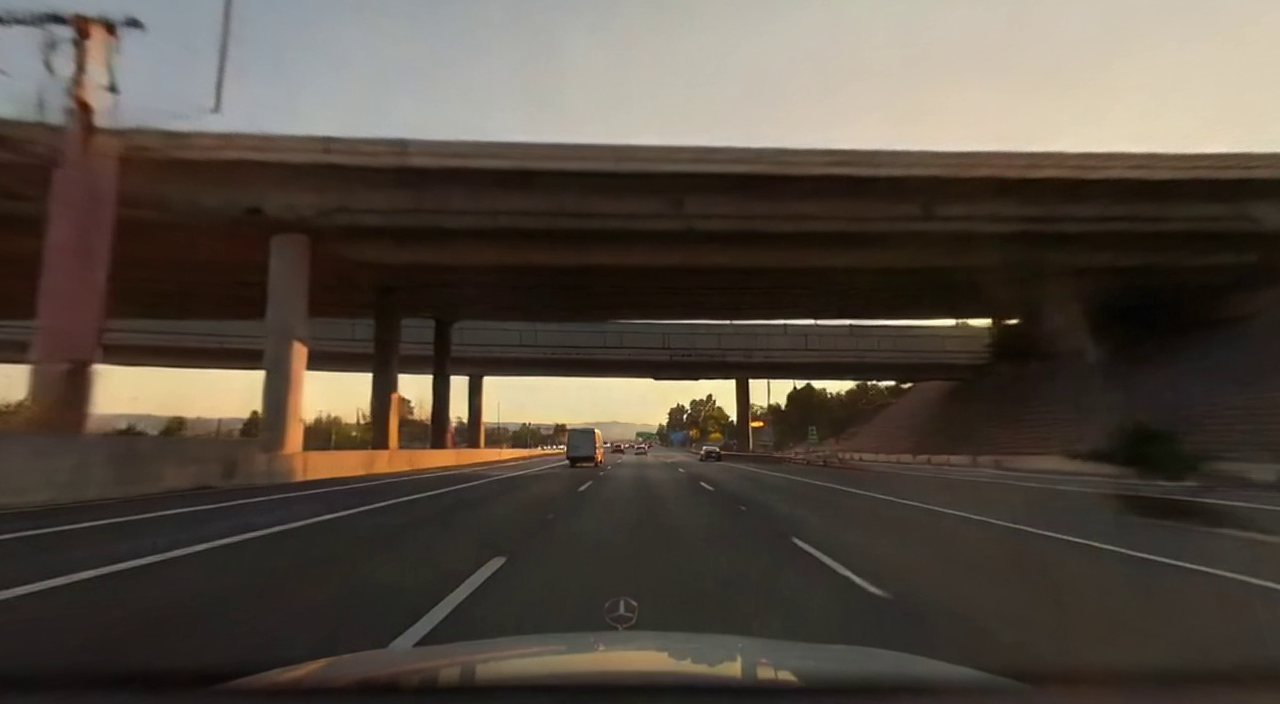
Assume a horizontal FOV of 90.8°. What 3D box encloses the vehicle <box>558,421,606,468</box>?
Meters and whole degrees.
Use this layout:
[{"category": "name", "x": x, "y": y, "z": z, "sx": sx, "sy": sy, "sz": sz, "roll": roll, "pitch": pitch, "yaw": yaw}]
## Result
[{"category": "vehicle", "x": -3.883, "y": 6.392, "z": 43.655, "sx": 2.881, "sy": 2.937, "sz": 7.045, "roll": 0, "pitch": -9, "yaw": -2}]
